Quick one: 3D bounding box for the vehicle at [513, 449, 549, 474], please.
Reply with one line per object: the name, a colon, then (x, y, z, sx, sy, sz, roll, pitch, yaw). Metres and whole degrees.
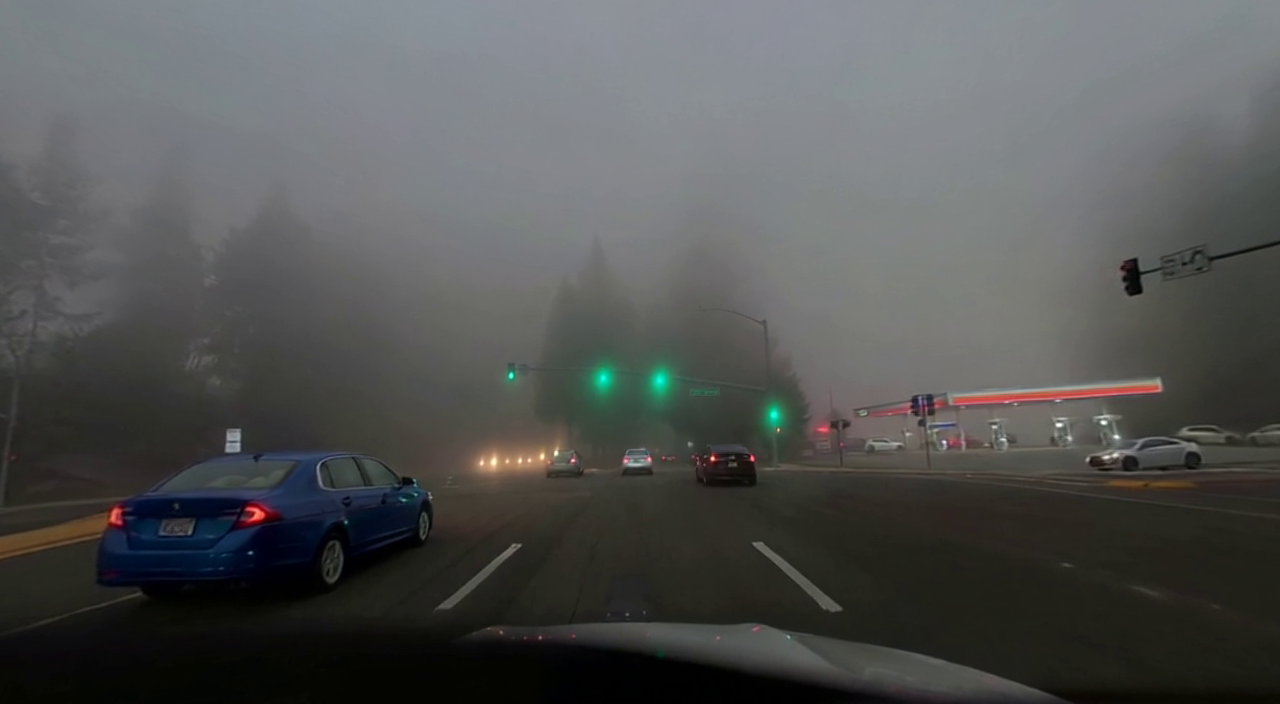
vehicle: (-8.347, 8.372, 48.600, 1.922, 1.660, 4.332, -3, -8, 1)

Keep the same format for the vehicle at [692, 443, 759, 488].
vehicle: (3.035, 4.127, 23.249, 1.883, 1.465, 3.975, 0, -8, -1)

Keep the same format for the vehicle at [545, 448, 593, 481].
vehicle: (-3.454, 5.547, 31.327, 1.841, 1.474, 4.038, -1, -8, 1)

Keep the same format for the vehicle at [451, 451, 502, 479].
vehicle: (-11.447, 7.891, 44.430, 2.130, 1.672, 4.549, -4, -8, 3)

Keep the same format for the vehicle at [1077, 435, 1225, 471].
vehicle: (21.346, 4.217, 26.462, 4.573, 1.419, 1.840, 0, -8, -1)

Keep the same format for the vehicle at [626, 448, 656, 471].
vehicle: (0.049, 7.276, 42.810, 1.934, 1.470, 3.988, 0, -8, -1)

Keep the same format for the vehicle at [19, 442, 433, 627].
vehicle: (-4.083, 1.805, 7.364, 1.803, 1.463, 4.422, 0, -8, 1)
